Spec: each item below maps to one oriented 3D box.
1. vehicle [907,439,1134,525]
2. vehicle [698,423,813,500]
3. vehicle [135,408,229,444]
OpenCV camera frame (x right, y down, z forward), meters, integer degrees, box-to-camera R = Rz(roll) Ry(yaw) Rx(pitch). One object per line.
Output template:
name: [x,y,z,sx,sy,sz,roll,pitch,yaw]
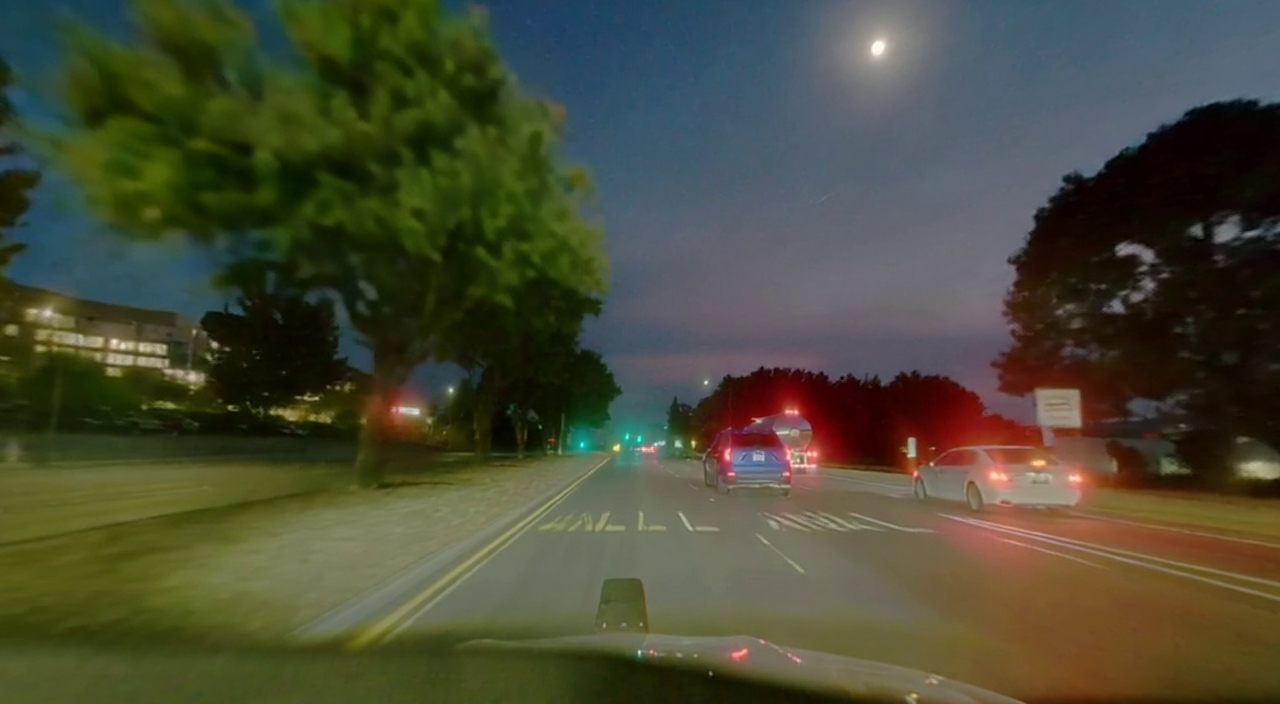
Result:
vehicle: [7.656,2.617,13.326,1.966,1.476,4.270,0,-8,-3]
vehicle: [2.825,2.817,16.574,2.045,1.729,4.532,0,-8,-1]
vehicle: [-29.083,4.690,40.041,4.573,1.751,2.109,4,-6,12]
